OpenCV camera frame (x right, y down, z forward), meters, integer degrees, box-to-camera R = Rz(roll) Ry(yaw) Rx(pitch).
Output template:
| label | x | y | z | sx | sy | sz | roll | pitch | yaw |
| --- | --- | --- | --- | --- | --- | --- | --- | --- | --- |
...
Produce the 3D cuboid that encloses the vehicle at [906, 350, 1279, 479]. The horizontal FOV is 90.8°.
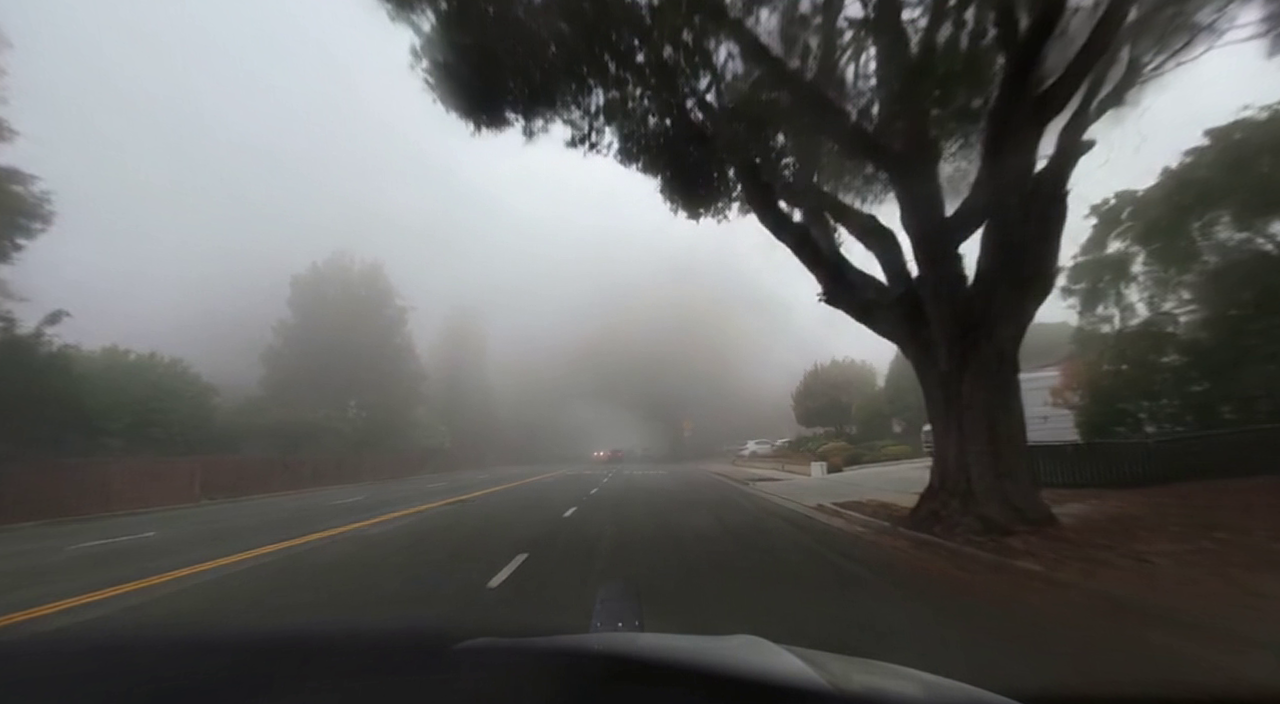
| label | x | y | z | sx | sy | sz | roll | pitch | yaw |
| --- | --- | --- | --- | --- | --- | --- | --- | --- | --- |
| vehicle | 17.534 | 2.523 | 24.932 | 12.151 | 4.157 | 3.709 | -1 | -15 | -6 |
